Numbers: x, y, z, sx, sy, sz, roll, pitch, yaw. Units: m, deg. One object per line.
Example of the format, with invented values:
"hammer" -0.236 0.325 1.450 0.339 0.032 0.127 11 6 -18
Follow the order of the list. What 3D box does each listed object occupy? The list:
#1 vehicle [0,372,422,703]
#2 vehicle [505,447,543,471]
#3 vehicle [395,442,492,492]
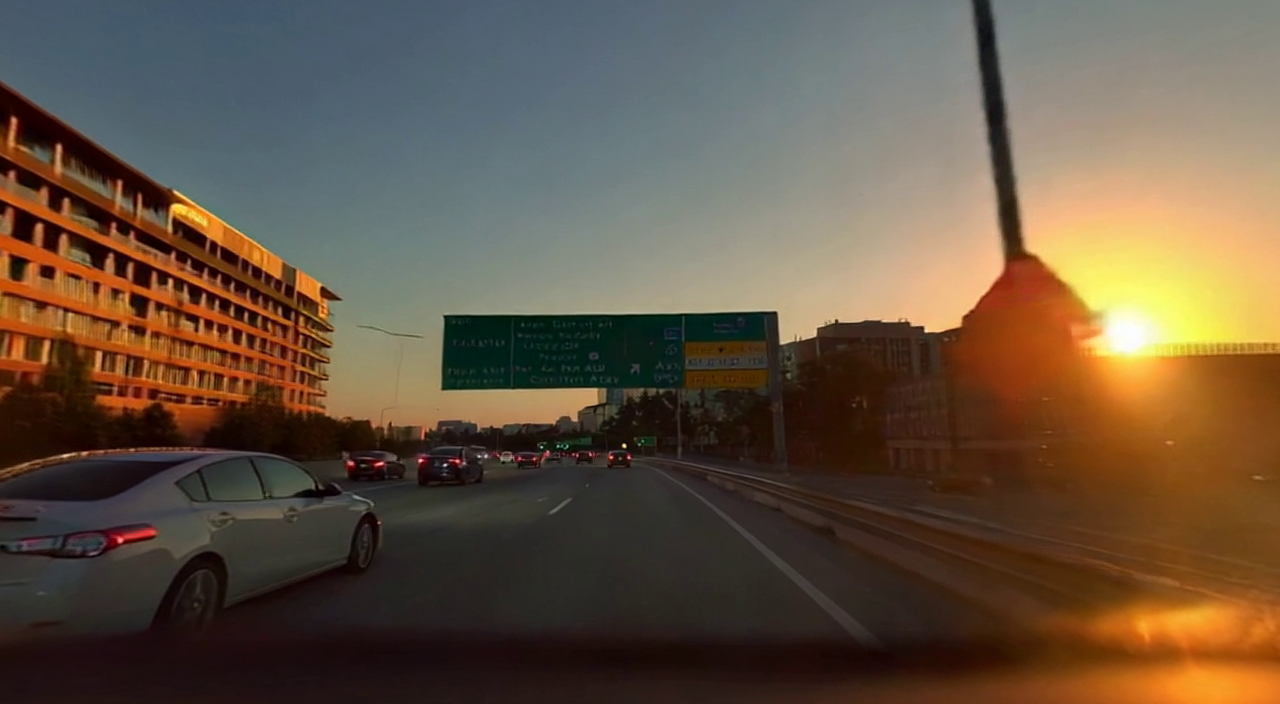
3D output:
"vehicle" -3.572 1.287 4.891 2.036 1.717 4.592 0 -9 1
"vehicle" -8.549 7.885 46.645 2.065 1.689 4.399 0 -9 -2
"vehicle" -7.097 4.202 23.356 2.075 1.642 4.638 0 -9 0
